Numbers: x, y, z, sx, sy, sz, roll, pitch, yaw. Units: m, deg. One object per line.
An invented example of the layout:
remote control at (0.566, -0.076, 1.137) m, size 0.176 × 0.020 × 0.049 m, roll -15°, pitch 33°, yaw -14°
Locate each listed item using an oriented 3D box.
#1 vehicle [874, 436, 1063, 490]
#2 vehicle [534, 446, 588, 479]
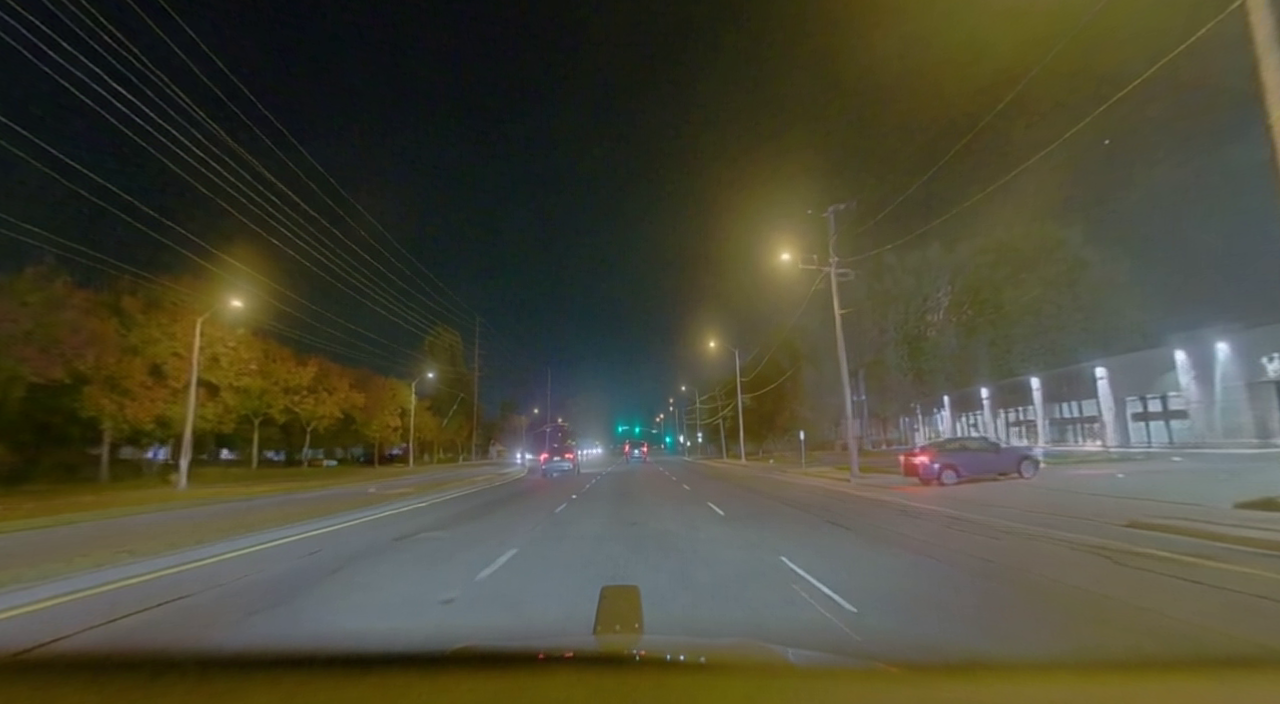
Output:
vehicle at (10.268, 3.473, 19.928) m, size 4.885 × 1.576 × 2.024 m, roll 1°, pitch -9°, yaw -6°
vehicle at (-3.719, 5.279, 30.368) m, size 2.076 × 1.444 × 4.328 m, roll 0°, pitch -9°, yaw 0°
